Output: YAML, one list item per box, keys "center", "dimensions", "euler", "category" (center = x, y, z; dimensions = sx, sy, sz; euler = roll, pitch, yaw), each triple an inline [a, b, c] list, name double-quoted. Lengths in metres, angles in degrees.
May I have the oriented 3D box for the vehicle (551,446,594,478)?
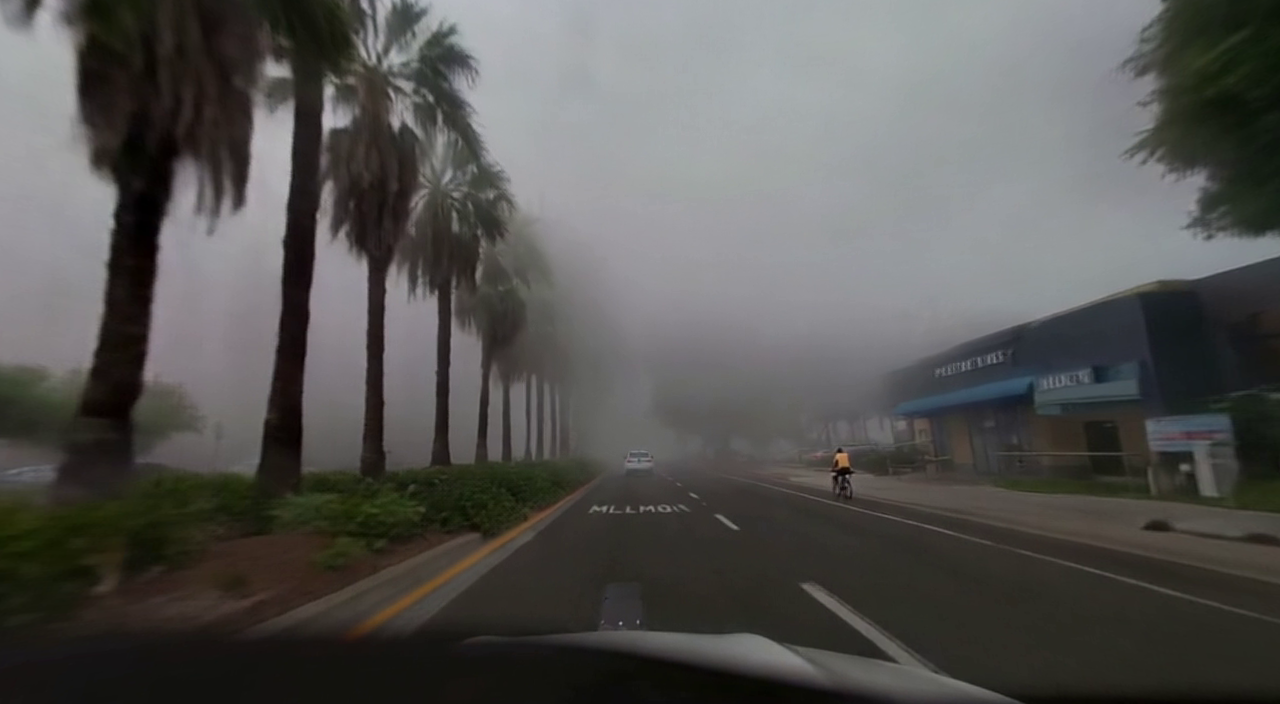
- center: [-3.946, 6.501, 37.644]
  dimensions: [2.071, 1.744, 4.500]
  euler: [0, -9, 1]
  category: "vehicle"

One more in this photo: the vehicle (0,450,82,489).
- center: [-34.470, 6.523, 34.868]
  dimensions: [5.109, 2.014, 2.269]
  euler: [-2, -10, 2]
  category: "vehicle"

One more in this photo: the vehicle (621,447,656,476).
- center: [-0.120, 6.694, 38.928]
  dimensions: [2.102, 1.653, 3.698]
  euler: [0, -9, -1]
  category: "vehicle"

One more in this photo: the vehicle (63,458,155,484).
- center: [-35.179, 7.876, 41.943]
  dimensions: [4.274, 1.625, 2.070]
  euler: [-1, -9, 2]
  category: "vehicle"
